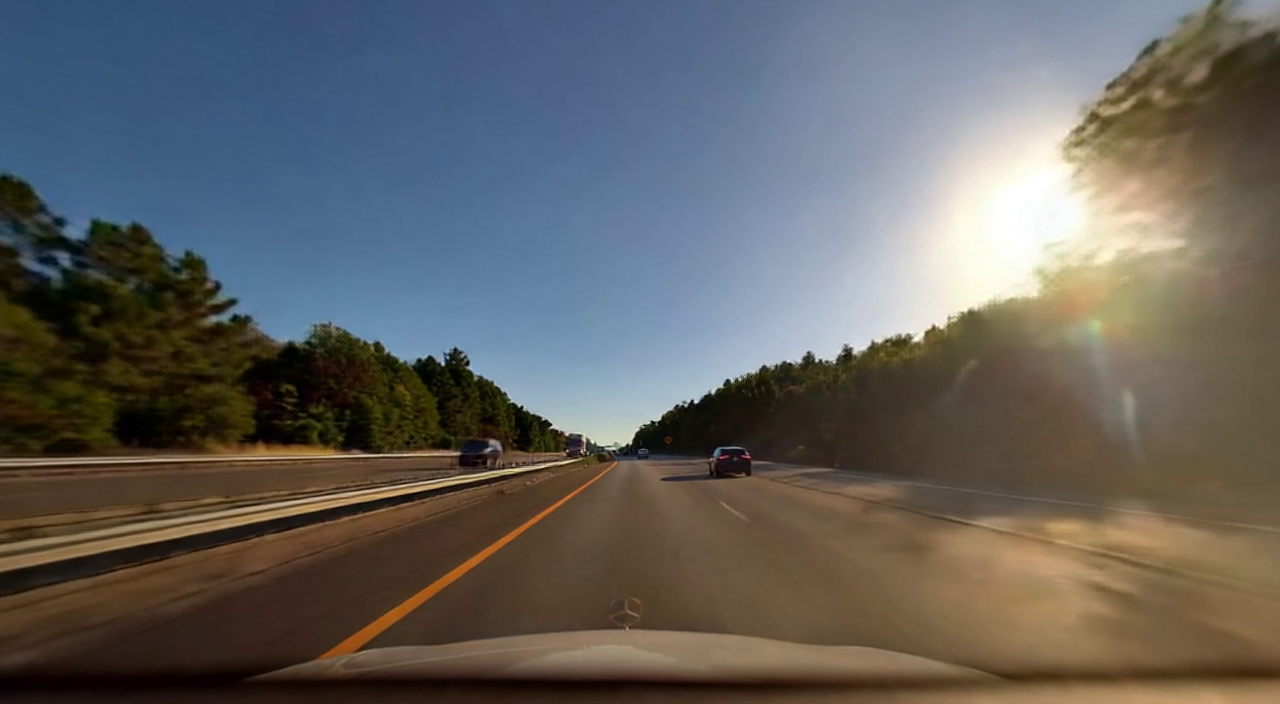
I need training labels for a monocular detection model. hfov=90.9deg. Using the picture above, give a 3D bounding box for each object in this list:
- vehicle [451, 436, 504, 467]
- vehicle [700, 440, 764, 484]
[{"bbox_3d":[-9.402,5.772,36.771,1.934,1.680,4.388,0,-9,-1],"label":"vehicle"},{"bbox_3d":[3.753,4.575,26.519,1.933,1.663,4.440,0,-9,-2],"label":"vehicle"}]
